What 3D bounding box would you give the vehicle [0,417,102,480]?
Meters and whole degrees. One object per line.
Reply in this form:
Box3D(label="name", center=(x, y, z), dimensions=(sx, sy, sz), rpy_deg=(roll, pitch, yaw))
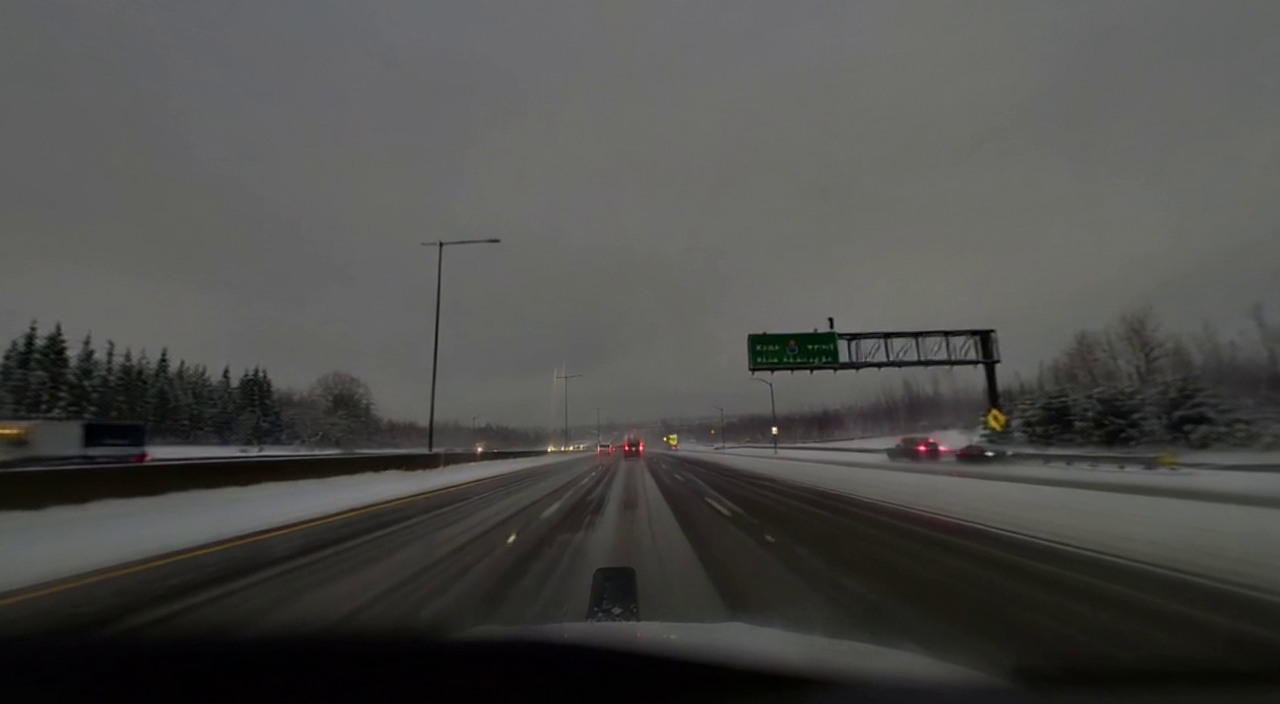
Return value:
Box3D(label="vehicle", center=(-43.279, 6.783, 44.382), dimensions=(3.043, 4.064, 8.784), rpy_deg=(0, -8, -1))
